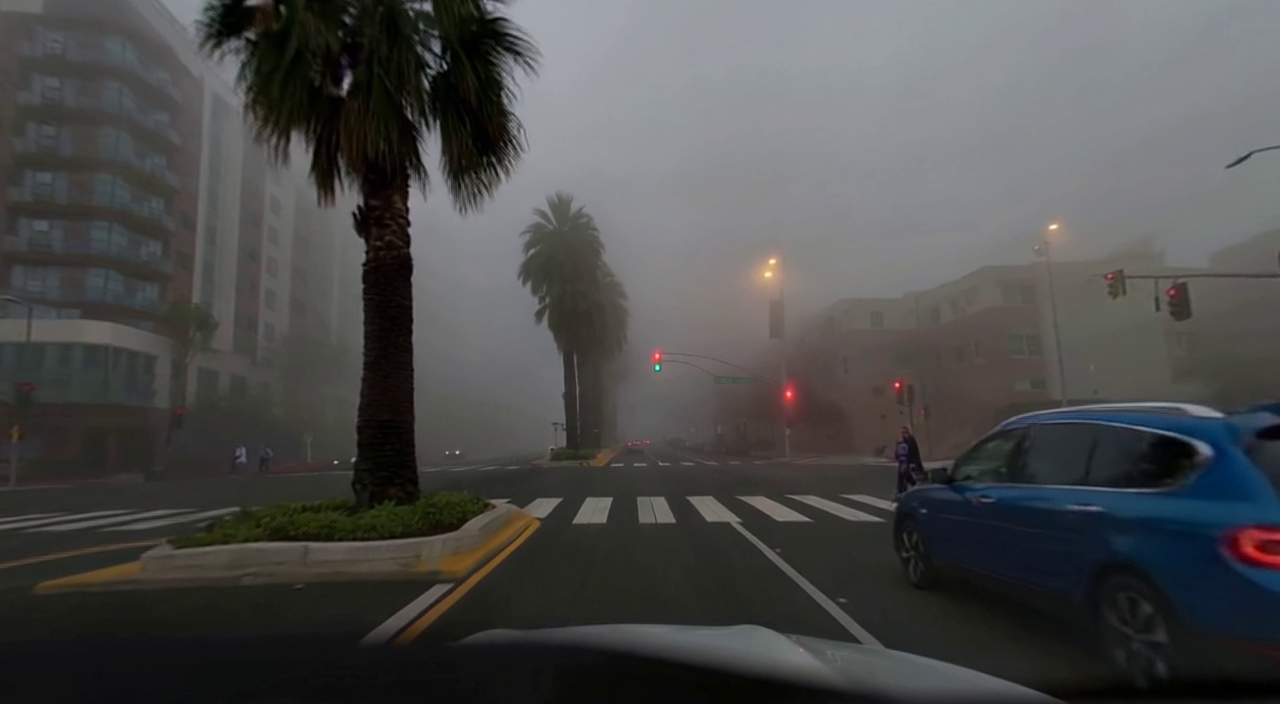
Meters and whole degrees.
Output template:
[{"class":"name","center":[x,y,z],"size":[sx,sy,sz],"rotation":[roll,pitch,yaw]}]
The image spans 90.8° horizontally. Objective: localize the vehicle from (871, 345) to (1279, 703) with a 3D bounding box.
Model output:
[{"class":"vehicle","center":[3.348,1.060,4.070],"size":[2.060,1.631,4.169],"rotation":[0,-9,-1]}]
